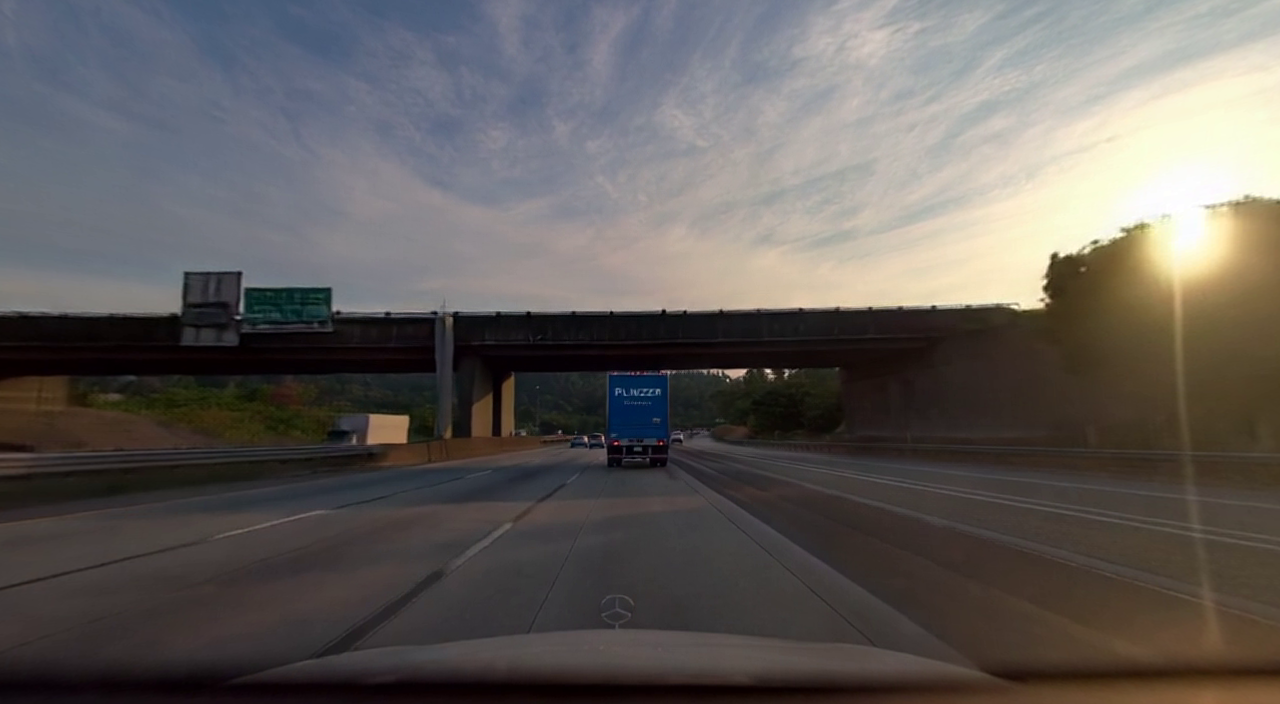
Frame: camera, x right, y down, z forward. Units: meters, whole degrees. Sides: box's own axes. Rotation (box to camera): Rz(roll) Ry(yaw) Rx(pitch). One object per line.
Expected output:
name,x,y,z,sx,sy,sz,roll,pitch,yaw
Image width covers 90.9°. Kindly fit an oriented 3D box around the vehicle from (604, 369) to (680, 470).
vehicle,-0.046,3.422,30.597,2.926,3.959,11.818,0,-8,-1
